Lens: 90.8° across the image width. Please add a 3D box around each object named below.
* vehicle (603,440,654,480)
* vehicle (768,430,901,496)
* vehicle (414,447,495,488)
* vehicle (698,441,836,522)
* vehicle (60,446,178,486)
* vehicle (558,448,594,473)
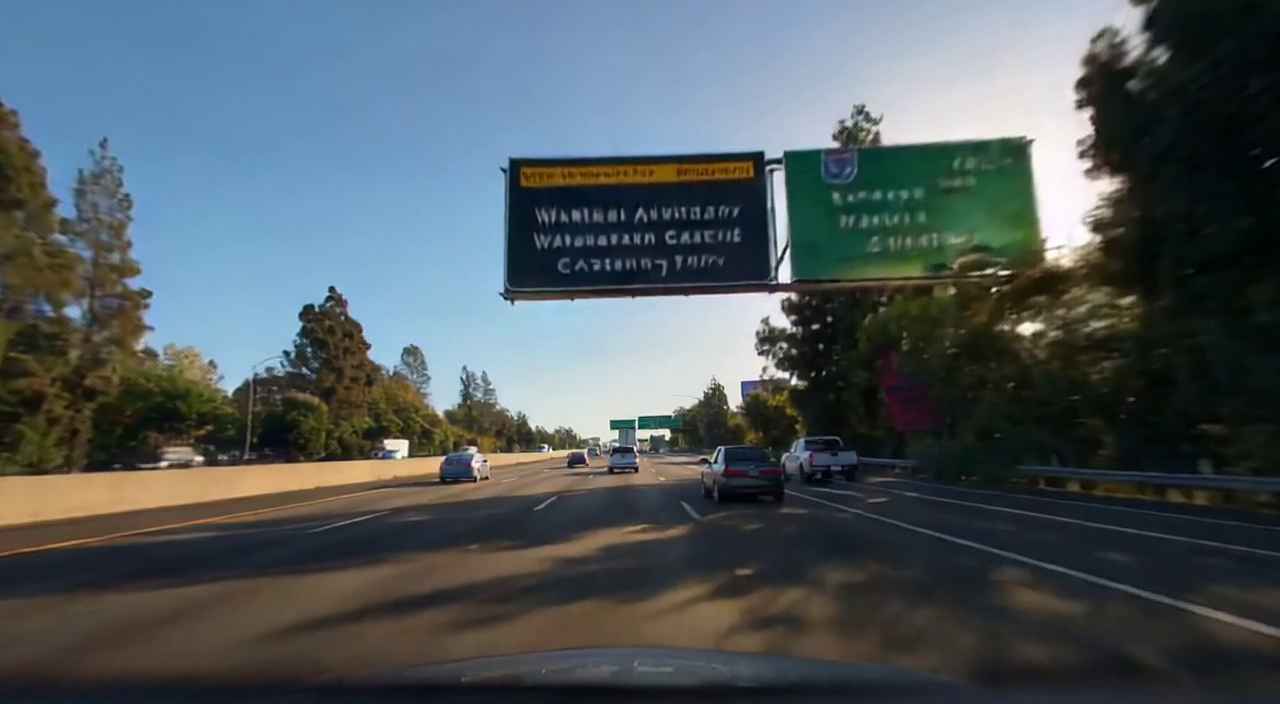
[{"bbox_3d":[-0.535,5.323,31.505,2.323,1.805,4.729,0,-8,0],"label":"vehicle"},{"bbox_3d":[6.375,3.732,21.750,2.635,1.919,5.907,0,-8,-1],"label":"vehicle"},{"bbox_3d":[-7.378,4.627,25.605,1.920,1.482,4.385,0,-8,0],"label":"vehicle"},{"bbox_3d":[2.528,2.688,13.757,2.011,1.462,4.286,0,-8,-1],"label":"vehicle"},{"bbox_3d":[-22.790,4.964,27.841,1.786,1.622,3.932,0,-9,0],"label":"vehicle"},{"bbox_3d":[-4.157,7.077,41.475,1.935,1.487,4.076,0,-8,0],"label":"vehicle"}]
